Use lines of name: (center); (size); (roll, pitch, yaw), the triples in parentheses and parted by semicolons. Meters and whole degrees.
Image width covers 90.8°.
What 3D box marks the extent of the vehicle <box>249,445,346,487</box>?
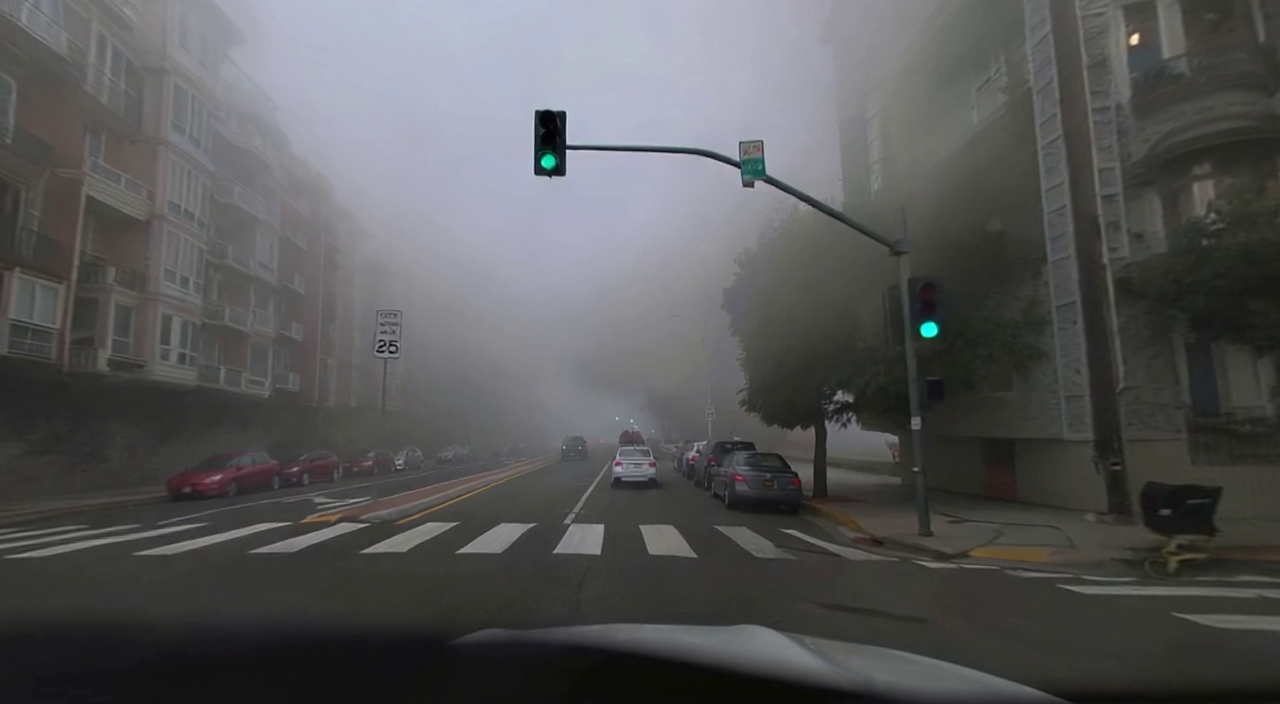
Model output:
vehicle: (-14.155, 4.697, 26.444); (1.805, 1.580, 4.477); (0, -8, -4)

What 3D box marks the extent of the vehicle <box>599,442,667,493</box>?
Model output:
vehicle: (-0.279, 3.723, 20.718); (2.026, 1.496, 3.701); (0, -8, -2)

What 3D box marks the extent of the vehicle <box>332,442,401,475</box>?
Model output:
vehicle: (-14.404, 5.630, 33.547); (1.887, 1.619, 4.208); (0, -8, -2)

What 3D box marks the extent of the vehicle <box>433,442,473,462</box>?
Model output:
vehicle: (-14.531, 7.802, 49.318); (1.907, 1.480, 4.498); (0, -8, -2)

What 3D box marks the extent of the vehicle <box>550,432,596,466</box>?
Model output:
vehicle: (-3.556, 5.290, 34.384); (2.065, 1.705, 4.353); (0, -8, 0)

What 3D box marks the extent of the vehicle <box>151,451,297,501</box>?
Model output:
vehicle: (-13.915, 4.125, 21.523); (1.863, 1.468, 4.565); (0, -8, 0)

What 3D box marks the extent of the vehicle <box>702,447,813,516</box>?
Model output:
vehicle: (2.805, 3.190, 16.175); (1.874, 1.468, 4.550); (0, -8, -1)
